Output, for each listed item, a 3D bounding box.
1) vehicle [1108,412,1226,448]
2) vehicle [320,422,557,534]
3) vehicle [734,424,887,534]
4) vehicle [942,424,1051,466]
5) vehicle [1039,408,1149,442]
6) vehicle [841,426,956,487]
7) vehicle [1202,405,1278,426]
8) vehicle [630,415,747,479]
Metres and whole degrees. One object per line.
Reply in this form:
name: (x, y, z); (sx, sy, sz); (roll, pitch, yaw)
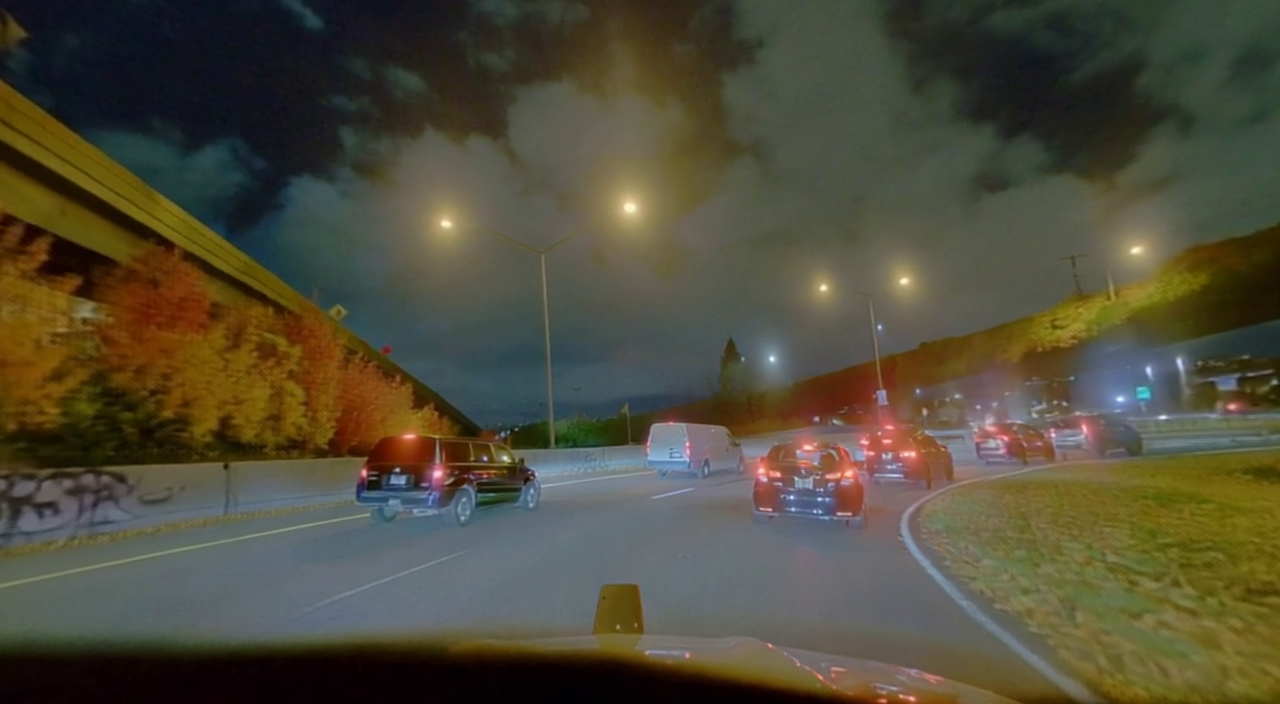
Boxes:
vehicle: (22.861, 3.417, 27.231); (3.934, 1.485, 1.763); (2, -9, -12)
vehicle: (-3.210, 2.113, 11.032); (1.921, 1.554, 4.081); (-3, -9, 17)
vehicle: (3.109, 2.095, 10.878); (2.064, 1.515, 3.722); (-4, -10, 22)
vehicle: (13.419, 3.494, 23.553); (3.902, 1.446, 1.780); (5, -10, -31)
vehicle: (23.201, 3.755, 32.077); (4.309, 1.613, 1.909); (1, -9, -8)
vehicle: (7.547, 2.973, 18.064); (1.830, 1.519, 4.253); (-7, -11, 38)
vehicle: (43.538, 4.618, 45.546); (3.847, 1.499, 1.742); (-5, -8, 43)
vehicle: (1.636, 3.048, 20.063); (1.835, 1.825, 4.005); (-7, -11, 36)
